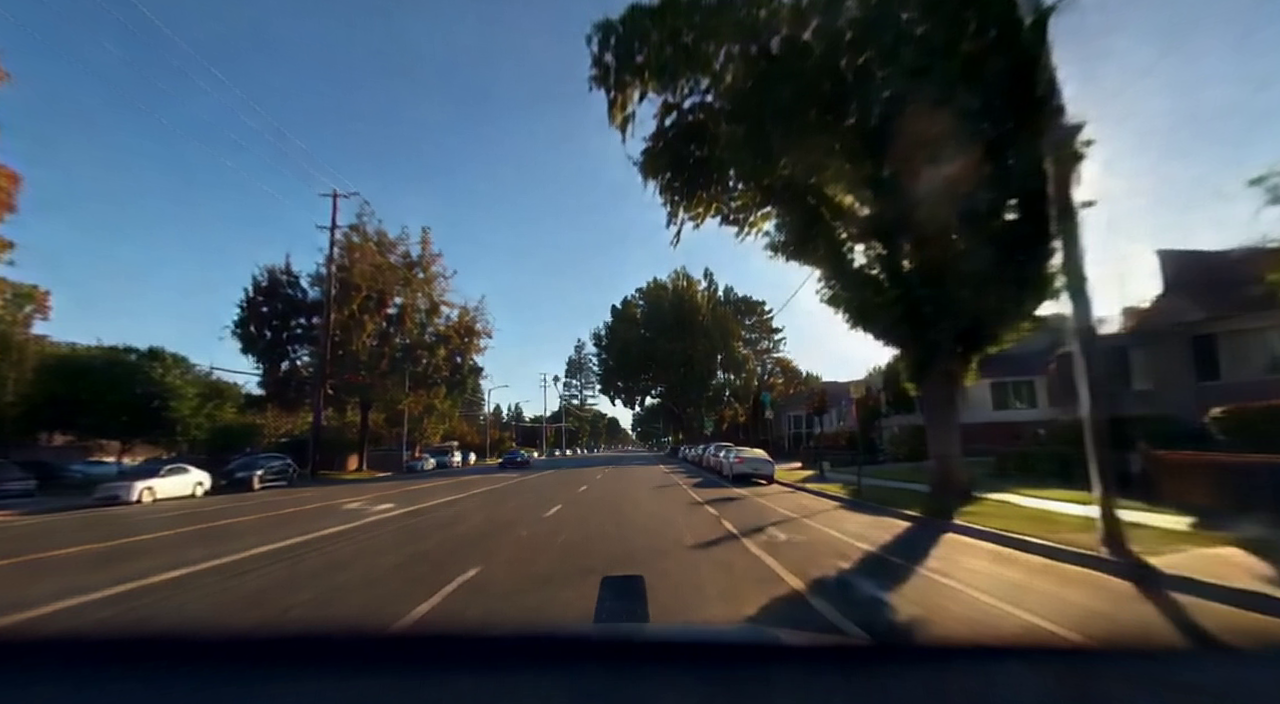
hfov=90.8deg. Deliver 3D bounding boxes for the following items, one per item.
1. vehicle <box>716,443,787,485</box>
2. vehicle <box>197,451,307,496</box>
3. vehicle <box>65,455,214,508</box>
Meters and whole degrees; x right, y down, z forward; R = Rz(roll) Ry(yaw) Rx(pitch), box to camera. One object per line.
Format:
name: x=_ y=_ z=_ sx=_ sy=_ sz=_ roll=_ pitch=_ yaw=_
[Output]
vehicle: x=4.410 y=4.505 z=25.760 sx=1.927 sy=1.523 sz=4.668 roll=0 pitch=-9 yaw=-1
vehicle: x=-17.838 y=5.557 z=29.380 sx=2.105 sy=1.734 sz=4.673 roll=-3 pitch=-8 yaw=1
vehicle: x=-17.793 y=4.573 z=22.789 sx=1.896 sy=1.661 sz=4.191 roll=0 pitch=-9 yaw=0
